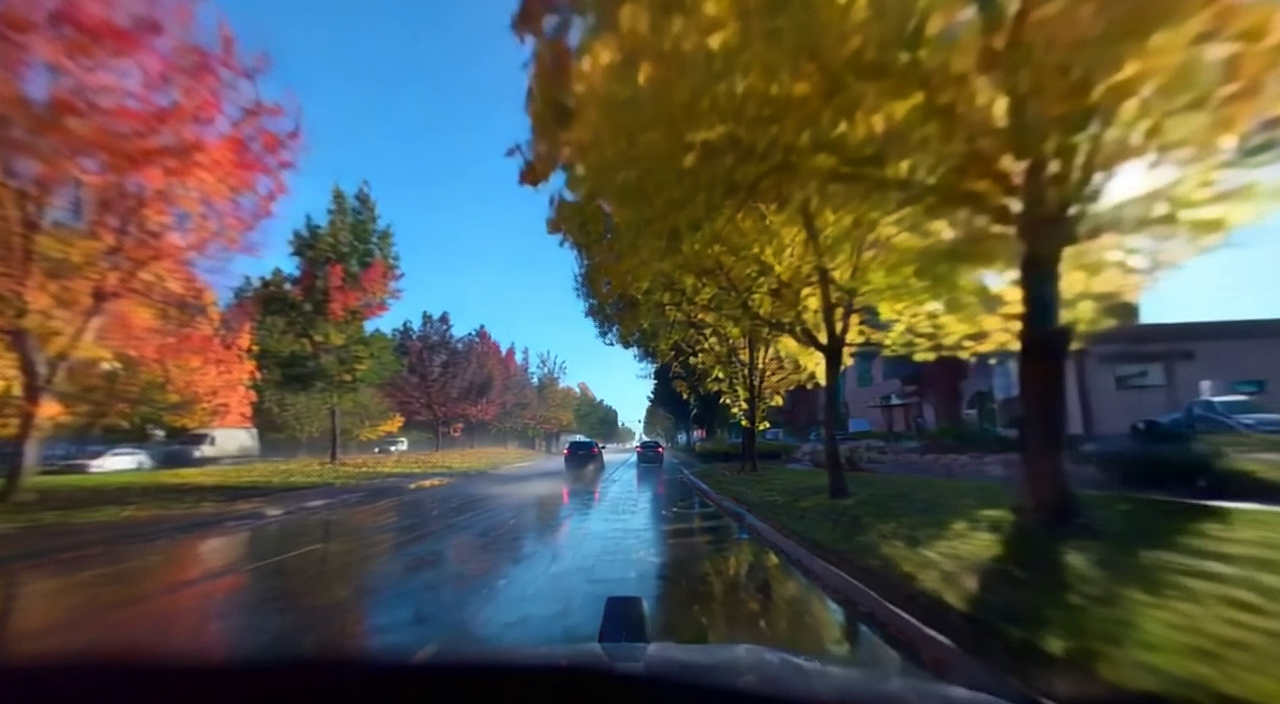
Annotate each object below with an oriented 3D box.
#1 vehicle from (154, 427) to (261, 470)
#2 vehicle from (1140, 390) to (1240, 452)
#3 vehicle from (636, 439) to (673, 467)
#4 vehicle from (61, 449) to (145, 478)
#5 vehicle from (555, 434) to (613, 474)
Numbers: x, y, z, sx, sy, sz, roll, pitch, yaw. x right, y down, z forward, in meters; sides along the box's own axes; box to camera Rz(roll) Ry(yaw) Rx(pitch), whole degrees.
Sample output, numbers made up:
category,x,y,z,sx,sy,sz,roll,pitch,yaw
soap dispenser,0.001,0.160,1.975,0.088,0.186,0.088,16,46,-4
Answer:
category,x,y,z,sx,sy,sz,roll,pitch,yaw
vehicle,-29.923,6.718,43.983,2.239,2.706,6.900,-1,-8,3
vehicle,23.115,2.970,26.582,2.320,2.489,2.049,-3,-9,16
vehicle,0.861,5.810,36.368,2.040,1.493,3.682,0,-8,2
vehicle,-36.238,7.510,42.639,1.929,1.773,4.409,0,-9,-2
vehicle,-2.543,4.735,29.433,2.197,1.709,4.069,0,-8,2
